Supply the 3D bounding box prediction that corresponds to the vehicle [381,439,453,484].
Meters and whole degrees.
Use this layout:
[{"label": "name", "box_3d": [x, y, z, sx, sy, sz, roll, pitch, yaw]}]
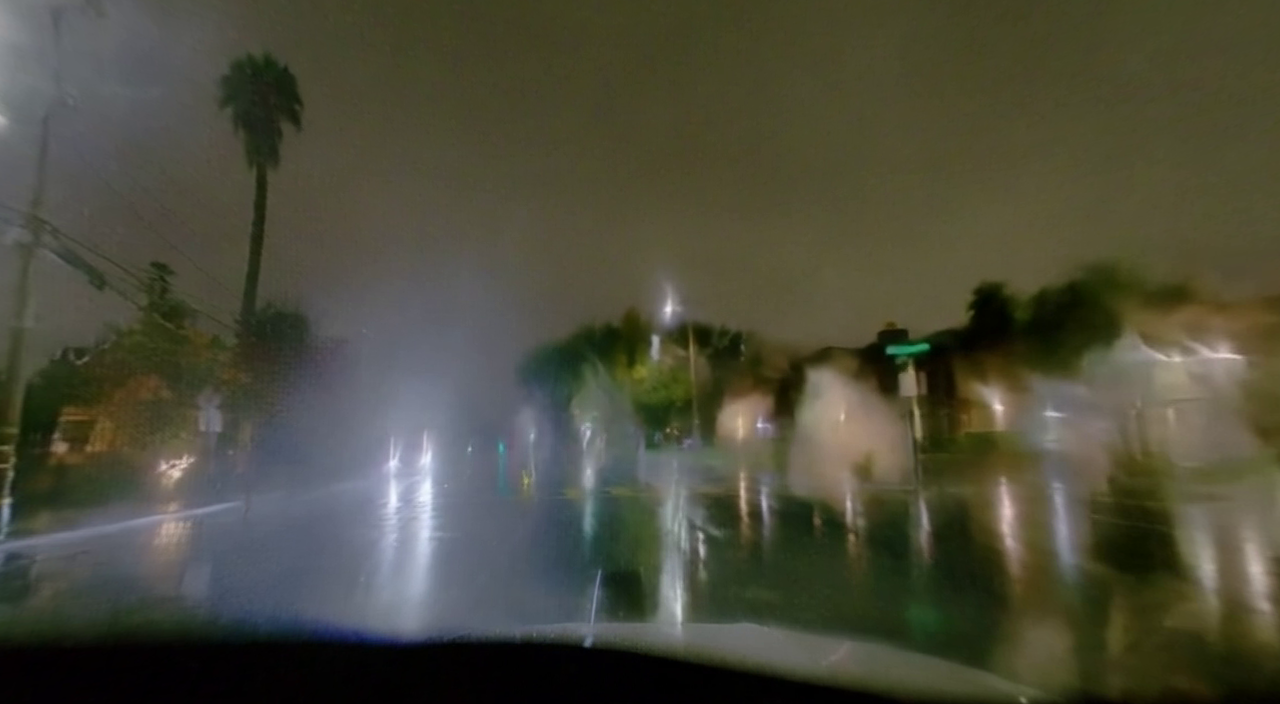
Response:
[{"label": "vehicle", "box_3d": [-9.950, 4.902, 28.584, 2.247, 1.801, 4.672, 1, -9, -9]}]
